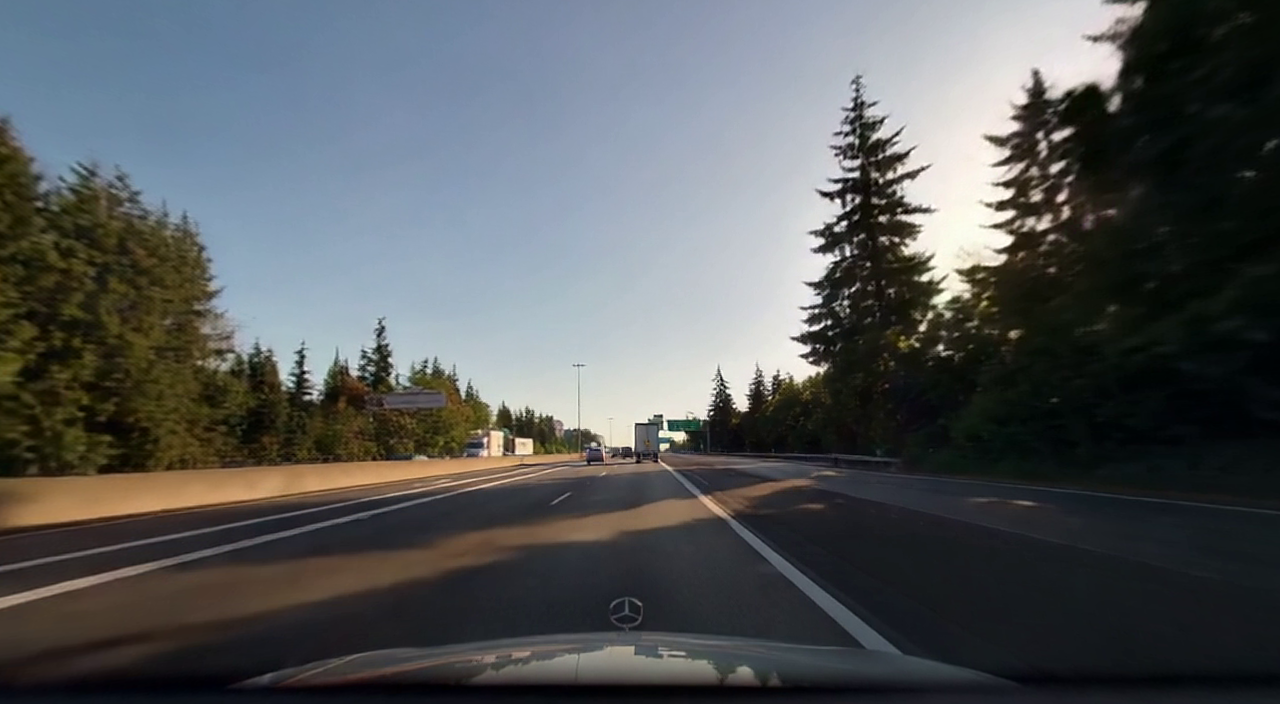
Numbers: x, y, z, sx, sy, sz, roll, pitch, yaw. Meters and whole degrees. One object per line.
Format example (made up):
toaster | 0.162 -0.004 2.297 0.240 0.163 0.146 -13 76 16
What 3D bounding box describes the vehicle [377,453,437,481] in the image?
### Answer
vehicle | -13.051 6.445 35.527 1.803 1.419 3.997 0 -9 0
